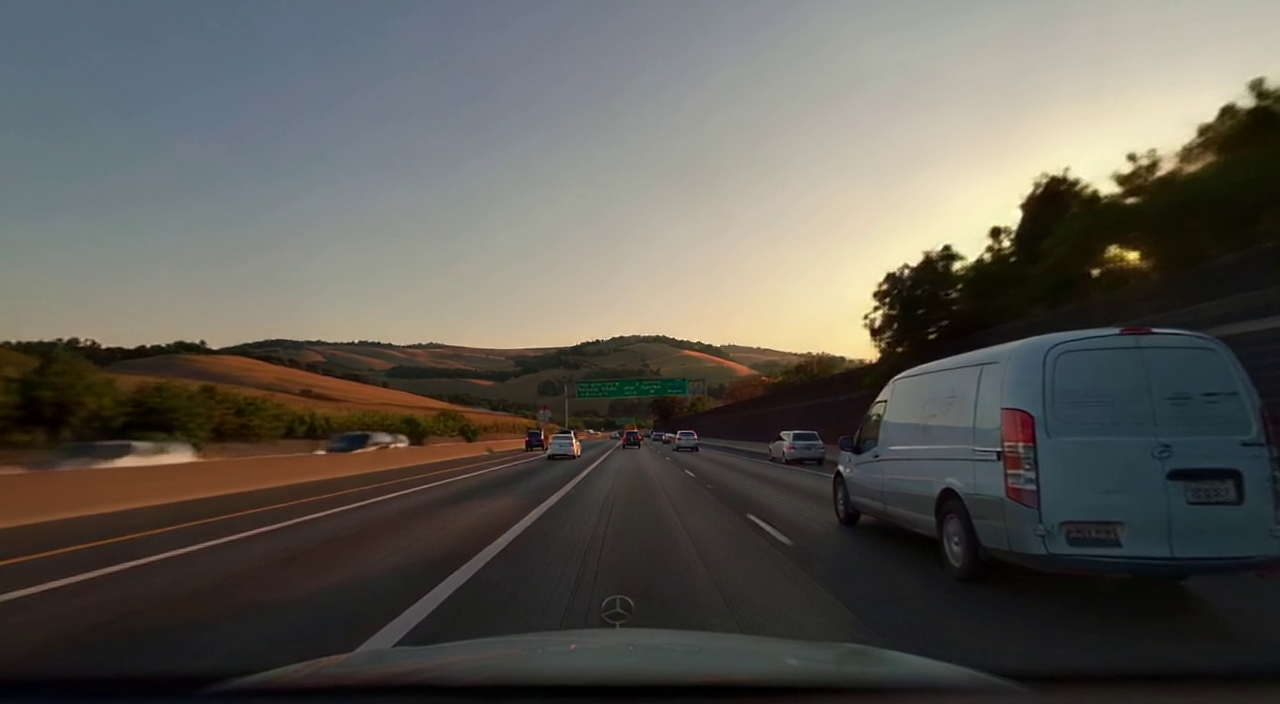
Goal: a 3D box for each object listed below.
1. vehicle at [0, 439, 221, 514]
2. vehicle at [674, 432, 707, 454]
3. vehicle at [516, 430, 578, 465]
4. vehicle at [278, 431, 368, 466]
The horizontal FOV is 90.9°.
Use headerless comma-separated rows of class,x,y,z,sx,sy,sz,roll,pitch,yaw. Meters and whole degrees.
vehicle,-11.711,2.634,14.010,1.838,1.375,4.405,0,-8,-1
vehicle,3.454,6.325,43.843,1.806,1.469,3.681,0,-8,-3
vehicle,-4.152,4.338,28.802,2.204,1.486,4.121,0,-8,0
vehicle,-15.350,4.677,30.830,1.932,1.589,4.686,0,-8,0
